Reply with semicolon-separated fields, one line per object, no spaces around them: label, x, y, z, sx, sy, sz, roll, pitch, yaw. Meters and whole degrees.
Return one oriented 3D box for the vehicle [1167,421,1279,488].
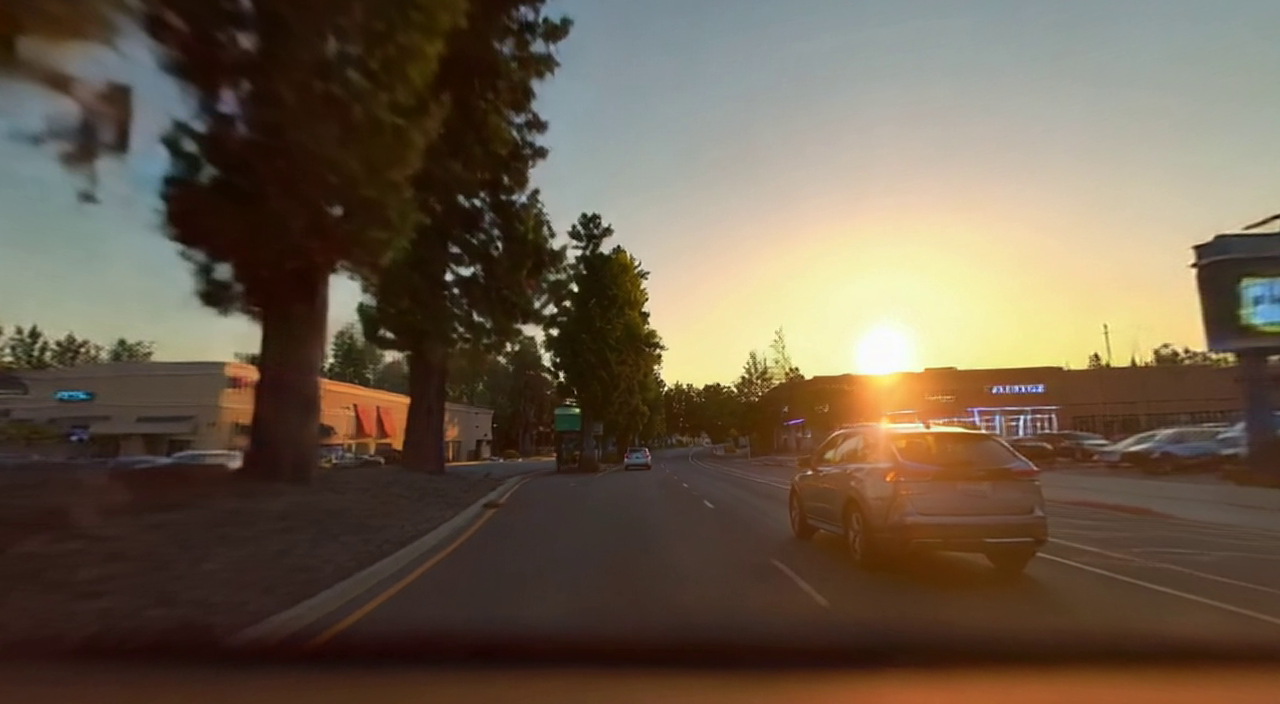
vehicle;20.167;3.088;19.630;5.434;1.879;2.270;-3;-9;-1

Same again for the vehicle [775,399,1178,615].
vehicle;3.167;1.557;7.296;2.110;1.698;4.397;0;-9;-2

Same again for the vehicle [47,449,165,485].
vehicle;-28.757;6.177;34.331;1.942;1.695;5.231;1;-9;-2

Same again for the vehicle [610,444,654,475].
vehicle;-0.409;5.488;32.531;2.126;1.475;3.967;0;-9;-1

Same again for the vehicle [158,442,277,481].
vehicle;-25.912;6.733;38.925;5.776;1.932;2.226;-4;-9;0
